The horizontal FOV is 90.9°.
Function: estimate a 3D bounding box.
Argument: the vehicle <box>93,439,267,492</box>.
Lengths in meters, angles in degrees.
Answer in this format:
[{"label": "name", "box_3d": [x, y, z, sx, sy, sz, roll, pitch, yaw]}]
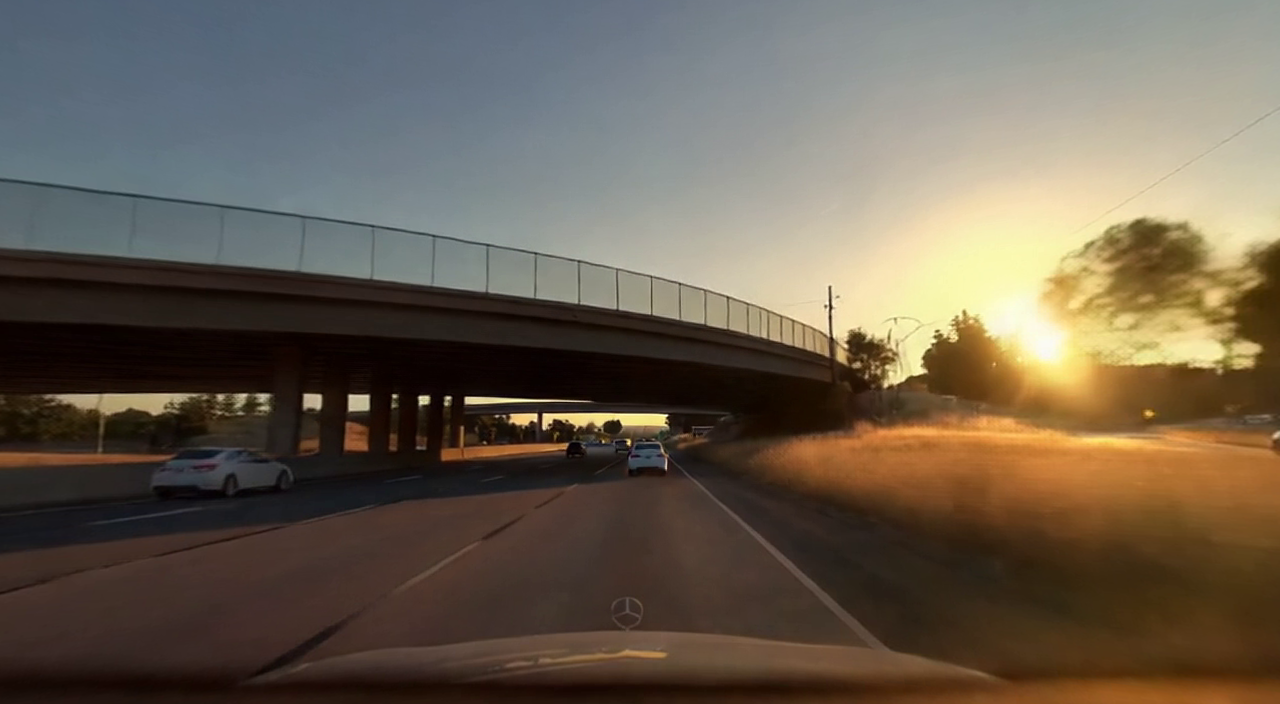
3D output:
[{"label": "vehicle", "box_3d": [-14.764, 3.642, 20.694, 1.960, 1.505, 4.854, 0, -8, 2]}]

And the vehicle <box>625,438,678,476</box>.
[{"label": "vehicle", "box_3d": [0.467, 4.512, 27.396, 2.145, 1.493, 4.146, 0, -8, 0]}]
